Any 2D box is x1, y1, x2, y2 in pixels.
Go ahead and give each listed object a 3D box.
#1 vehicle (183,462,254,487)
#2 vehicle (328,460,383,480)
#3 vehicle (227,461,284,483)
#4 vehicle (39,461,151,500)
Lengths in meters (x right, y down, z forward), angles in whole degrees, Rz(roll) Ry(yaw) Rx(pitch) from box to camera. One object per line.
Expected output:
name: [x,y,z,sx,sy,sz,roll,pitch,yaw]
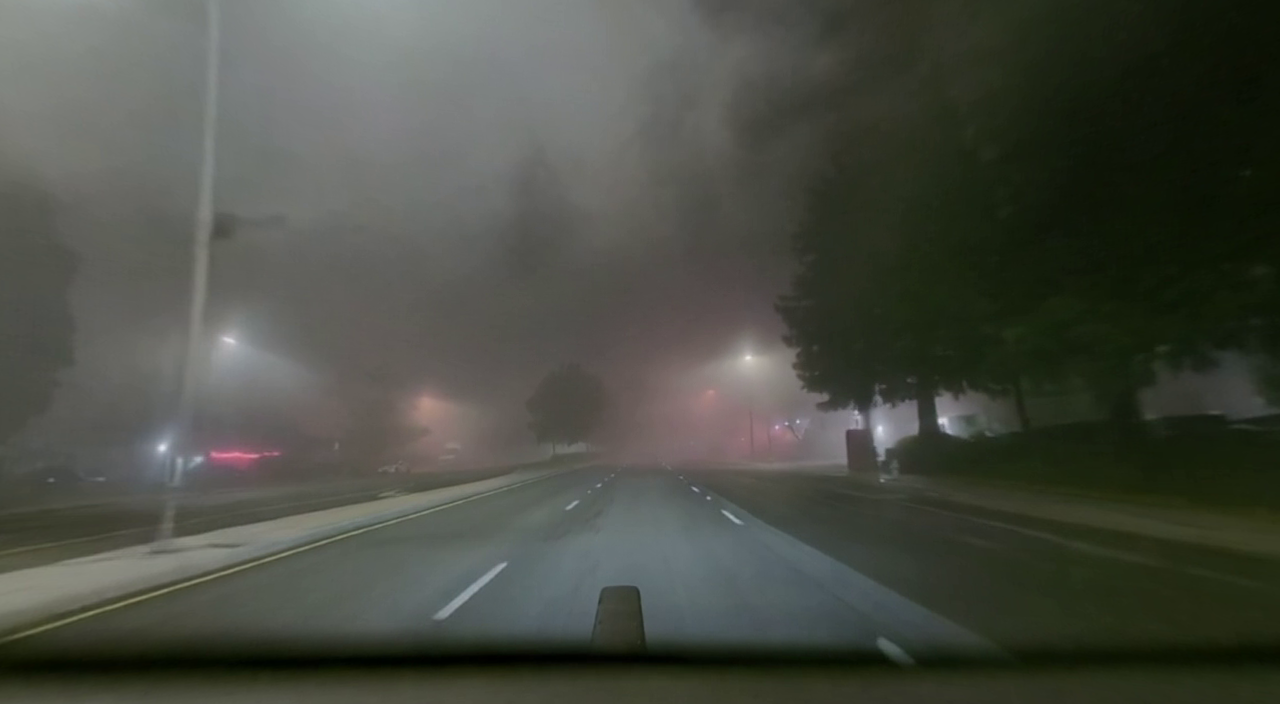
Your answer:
vehicle: [-31.031,9.018,46.581,1.870,1.601,5.128,0,-9,-2]
vehicle: [-21.865,9.081,48.564,1.929,1.393,4.611,0,-9,2]
vehicle: [-28.517,8.908,46.826,1.872,1.413,3.806,0,-9,-1]
vehicle: [-29.516,6.938,34.328,2.019,1.696,4.735,-4,-9,-2]
